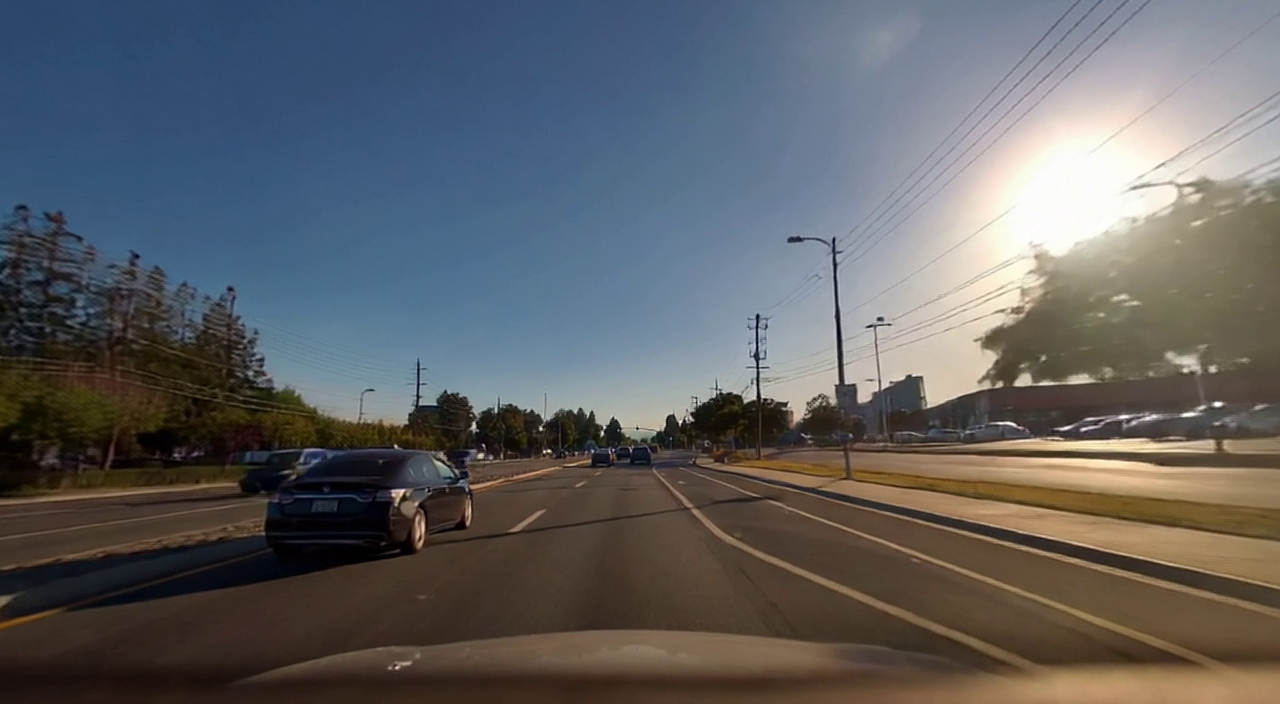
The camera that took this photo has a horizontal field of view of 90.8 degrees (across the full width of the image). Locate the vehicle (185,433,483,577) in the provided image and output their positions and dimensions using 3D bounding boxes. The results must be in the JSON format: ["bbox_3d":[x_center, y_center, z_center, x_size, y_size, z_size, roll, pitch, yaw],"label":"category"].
[{"bbox_3d":[-3.806,1.966,9.031,1.928,1.488,4.635,0,-9,0],"label":"vehicle"}]
